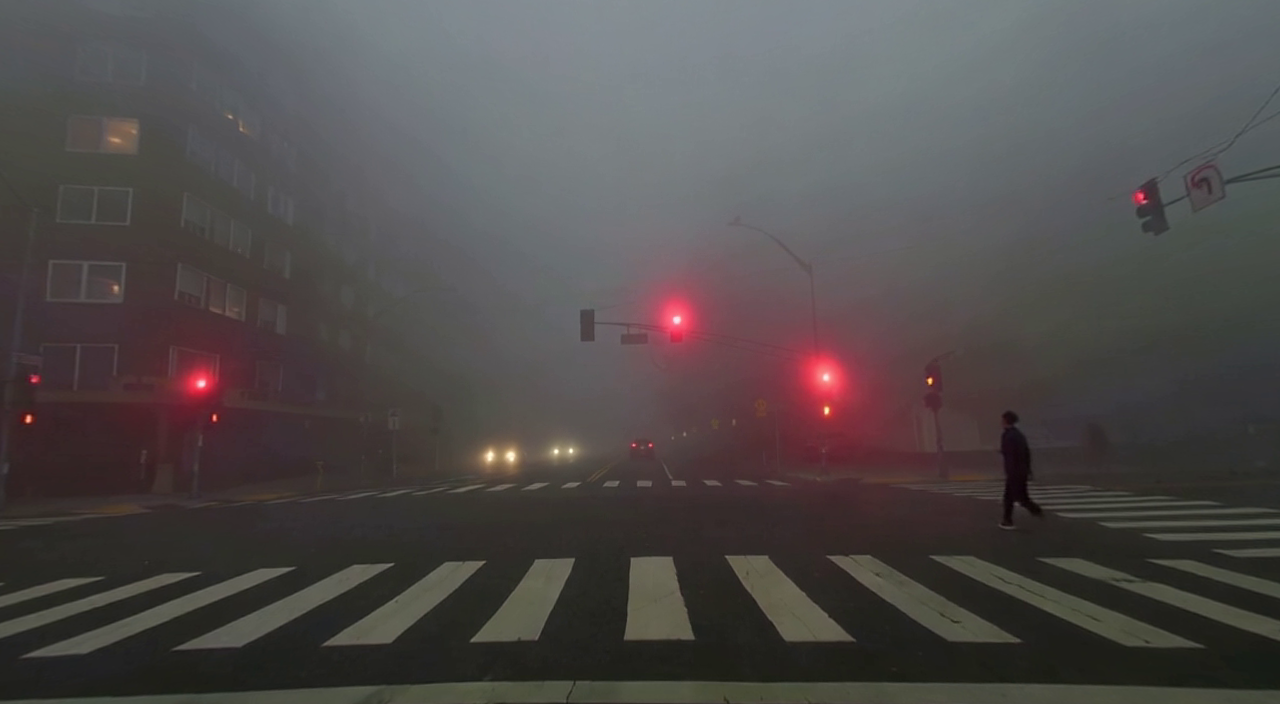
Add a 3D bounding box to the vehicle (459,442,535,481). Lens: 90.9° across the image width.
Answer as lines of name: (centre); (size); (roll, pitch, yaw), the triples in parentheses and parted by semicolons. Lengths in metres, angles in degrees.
vehicle: (-5.880, 4.531, 26.489); (2.127, 1.473, 4.428); (0, -8, 1)
